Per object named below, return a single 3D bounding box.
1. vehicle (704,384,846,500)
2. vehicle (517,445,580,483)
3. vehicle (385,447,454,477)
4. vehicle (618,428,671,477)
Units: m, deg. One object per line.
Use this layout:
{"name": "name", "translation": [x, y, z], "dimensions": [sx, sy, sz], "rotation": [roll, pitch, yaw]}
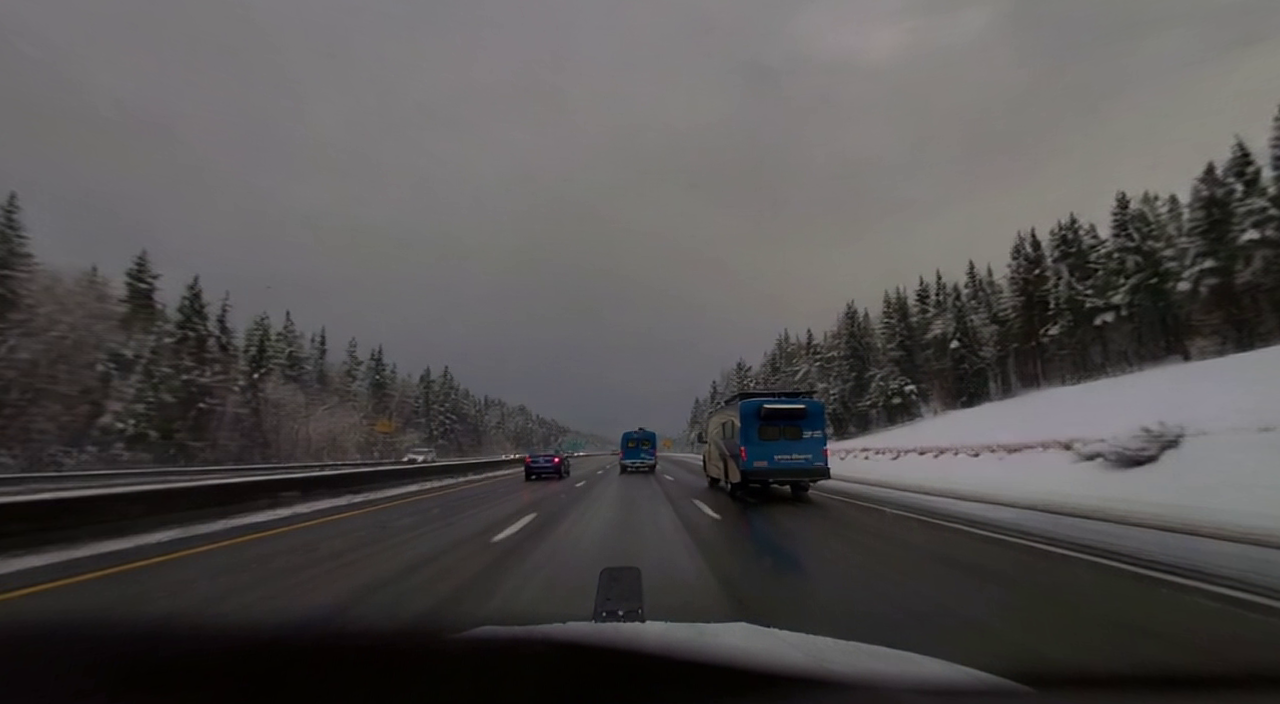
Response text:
{"name": "vehicle", "translation": [3.773, 2.810, 19.591], "dimensions": [2.607, 2.910, 7.252], "rotation": [0, -9, -2]}
{"name": "vehicle", "translation": [-3.850, 4.791, 27.331], "dimensions": [1.959, 1.502, 4.559], "rotation": [0, -9, 1]}
{"name": "vehicle", "translation": [-11.779, 5.895, 34.091], "dimensions": [1.928, 1.524, 4.685], "rotation": [0, -9, 1]}
{"name": "vehicle", "translation": [0.183, 5.174, 32.634], "dimensions": [2.524, 2.310, 4.986], "rotation": [0, -9, 0]}
